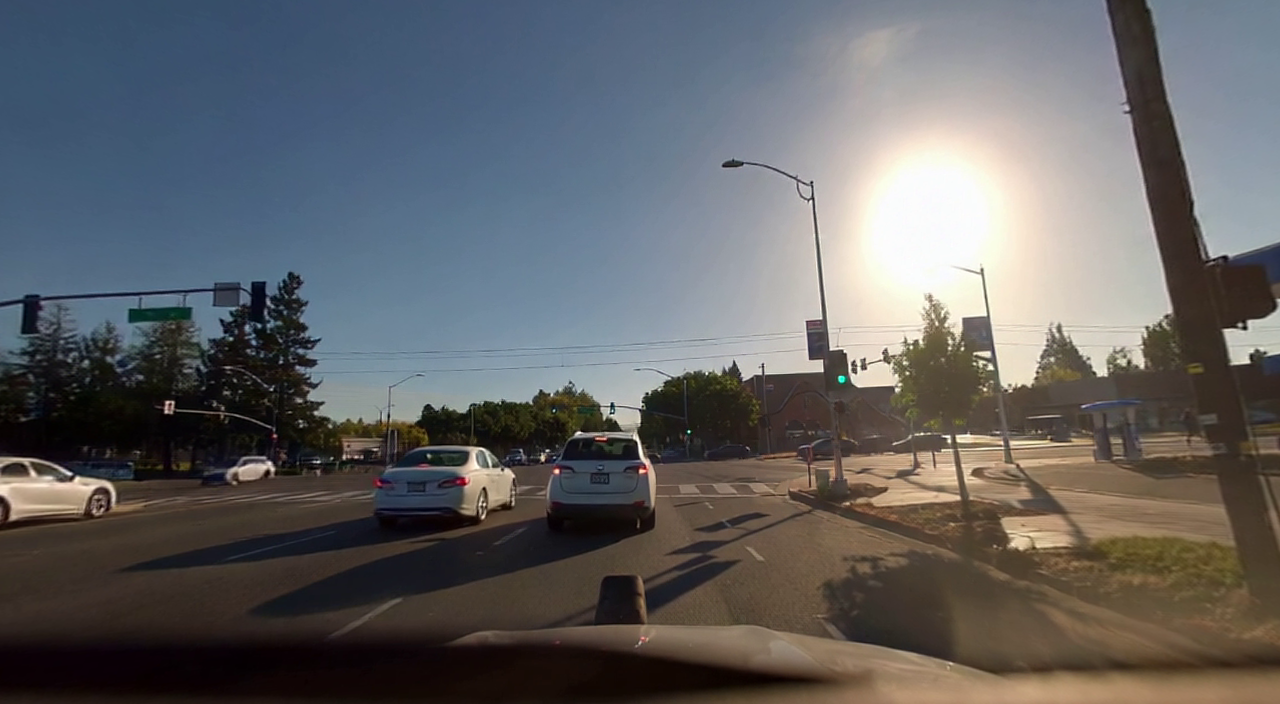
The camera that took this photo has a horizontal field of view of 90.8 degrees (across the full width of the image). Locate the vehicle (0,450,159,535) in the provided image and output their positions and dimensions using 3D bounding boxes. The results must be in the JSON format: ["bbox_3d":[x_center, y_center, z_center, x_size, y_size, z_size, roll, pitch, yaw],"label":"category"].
[{"bbox_3d":[-13.494,3.002,13.947,1.995,1.626,4.592,0,-8,2],"label":"vehicle"}]

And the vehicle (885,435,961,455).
[{"bbox_3d":[20.810,6.844,46.632,4.700,1.417,1.789,0,-8,1],"label":"vehicle"}]

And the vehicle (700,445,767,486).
[{"bbox_3d":[3.832,4.449,25.254,1.976,1.462,4.342,-3,-9,17],"label":"vehicle"}]

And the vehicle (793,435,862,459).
[{"bbox_3d":[13.894,7.074,46.926,4.524,1.681,1.823,0,-8,-1],"label":"vehicle"}]

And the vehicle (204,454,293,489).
[{"bbox_3d":[-21.327,6.513,34.681,1.890,1.691,4.591,0,-8,0],"label":"vehicle"}]

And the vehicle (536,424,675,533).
[{"bbox_3d":[-0.536,2.328,12.226,2.210,1.722,4.215,0,-8,0],"label":"vehicle"}]

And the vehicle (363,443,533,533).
[{"bbox_3d":[-3.610,2.611,12.834,2.003,1.492,4.291,0,-8,1],"label":"vehicle"}]
